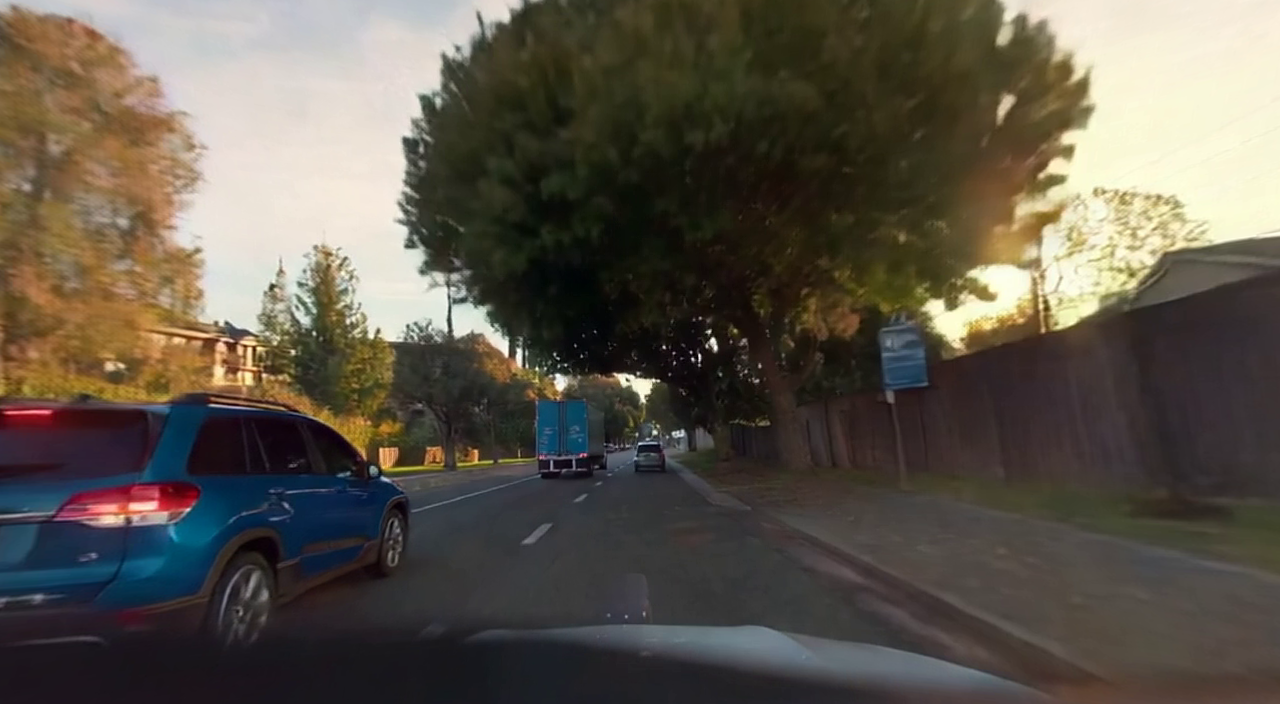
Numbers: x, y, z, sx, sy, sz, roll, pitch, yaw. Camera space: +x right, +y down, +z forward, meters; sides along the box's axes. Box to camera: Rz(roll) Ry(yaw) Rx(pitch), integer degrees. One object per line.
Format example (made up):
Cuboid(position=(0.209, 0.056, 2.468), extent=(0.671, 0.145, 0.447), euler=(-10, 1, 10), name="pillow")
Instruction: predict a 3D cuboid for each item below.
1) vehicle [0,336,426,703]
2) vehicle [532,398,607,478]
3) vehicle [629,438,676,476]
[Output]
Cuboid(position=(-3.435, 1.184, 4.614), extent=(2.093, 1.832, 4.508), euler=(0, -9, 1), name="vehicle")
Cuboid(position=(-3.476, 4.661, 33.777), extent=(2.928, 3.658, 8.980), euler=(0, -8, 0), name="vehicle")
Cuboid(position=(0.606, 5.197, 31.407), extent=(2.174, 1.749, 4.113), euler=(0, -9, 1), name="vehicle")
